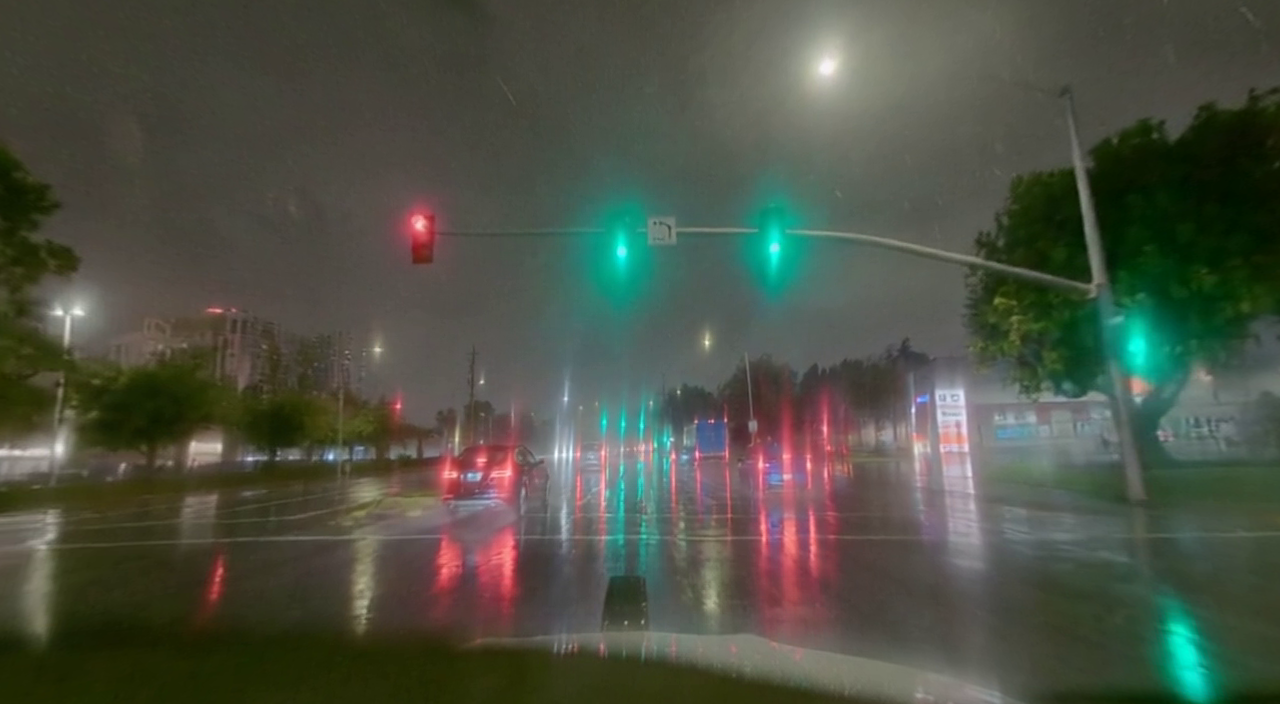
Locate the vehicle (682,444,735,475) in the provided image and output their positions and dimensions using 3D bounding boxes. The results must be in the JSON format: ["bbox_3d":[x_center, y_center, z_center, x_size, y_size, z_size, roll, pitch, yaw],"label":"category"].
[{"bbox_3d":[3.438,5.476,32.392,2.020,1.461,4.326,0,-8,-3],"label":"vehicle"}]

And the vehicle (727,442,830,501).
[{"bbox_3d":[3.772,3.318,17.951,1.972,1.452,4.189,0,-8,0],"label":"vehicle"}]

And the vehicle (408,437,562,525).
[{"bbox_3d":[-2.994,2.586,13.274,2.003,1.509,4.396,0,-8,2],"label":"vehicle"}]

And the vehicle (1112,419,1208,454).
[{"bbox_3d":[40.313,6.623,49.065,2.787,2.561,5.416,-1,-9,1],"label":"vehicle"}]

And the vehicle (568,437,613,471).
[{"bbox_3d":[-2.734,5.737,35.599,2.137,1.796,4.304,0,-8,1],"label":"vehicle"}]
